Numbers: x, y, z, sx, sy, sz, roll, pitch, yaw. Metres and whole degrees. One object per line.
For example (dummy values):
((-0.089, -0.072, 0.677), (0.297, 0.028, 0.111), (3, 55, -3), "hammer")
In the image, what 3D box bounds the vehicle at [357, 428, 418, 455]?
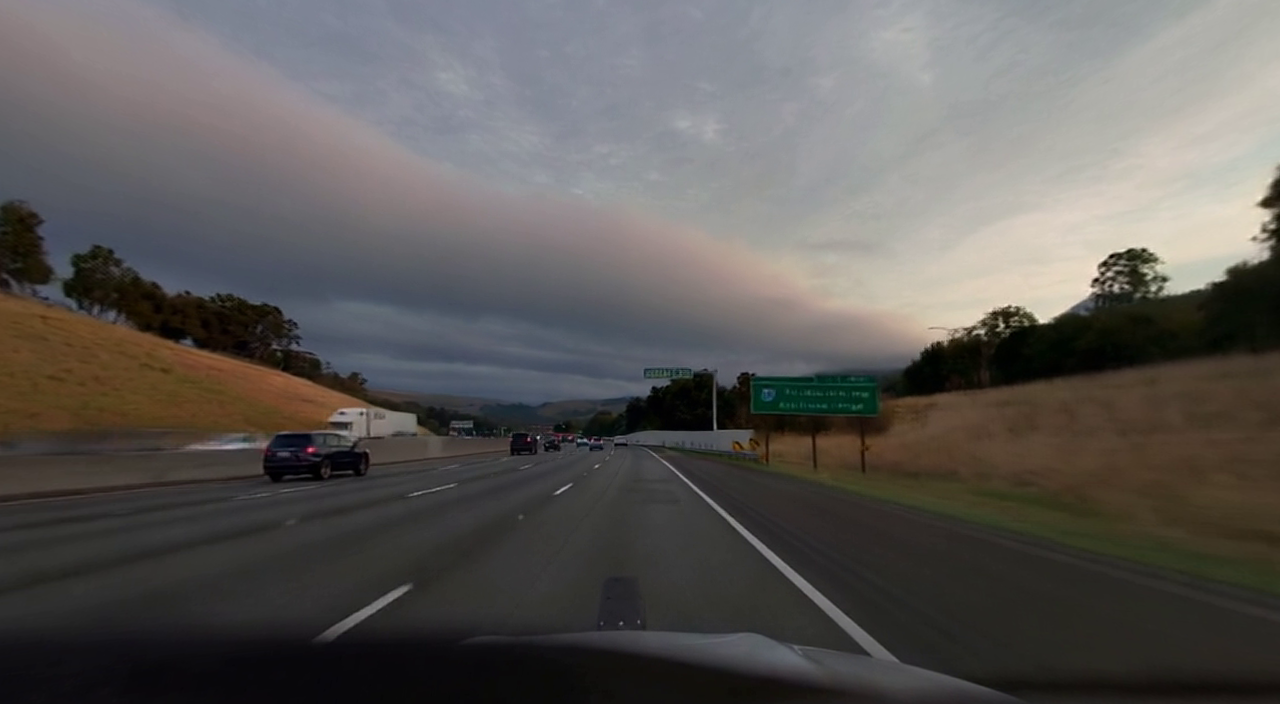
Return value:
((-18.606, 6.667, 46.598), (2.179, 1.790, 5.517), (1, -9, 1), "vehicle")

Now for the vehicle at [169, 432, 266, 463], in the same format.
((-21.882, 4.967, 32.760), (1.843, 1.468, 4.587), (1, -8, 0), "vehicle")

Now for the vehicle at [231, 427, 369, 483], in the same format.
((-11.097, 3.389, 20.947), (2.001, 1.625, 4.528), (1, -8, 1), "vehicle")

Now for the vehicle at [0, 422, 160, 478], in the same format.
((-18.071, 3.110, 20.095), (1.889, 1.546, 4.305), (1, -8, 1), "vehicle")
